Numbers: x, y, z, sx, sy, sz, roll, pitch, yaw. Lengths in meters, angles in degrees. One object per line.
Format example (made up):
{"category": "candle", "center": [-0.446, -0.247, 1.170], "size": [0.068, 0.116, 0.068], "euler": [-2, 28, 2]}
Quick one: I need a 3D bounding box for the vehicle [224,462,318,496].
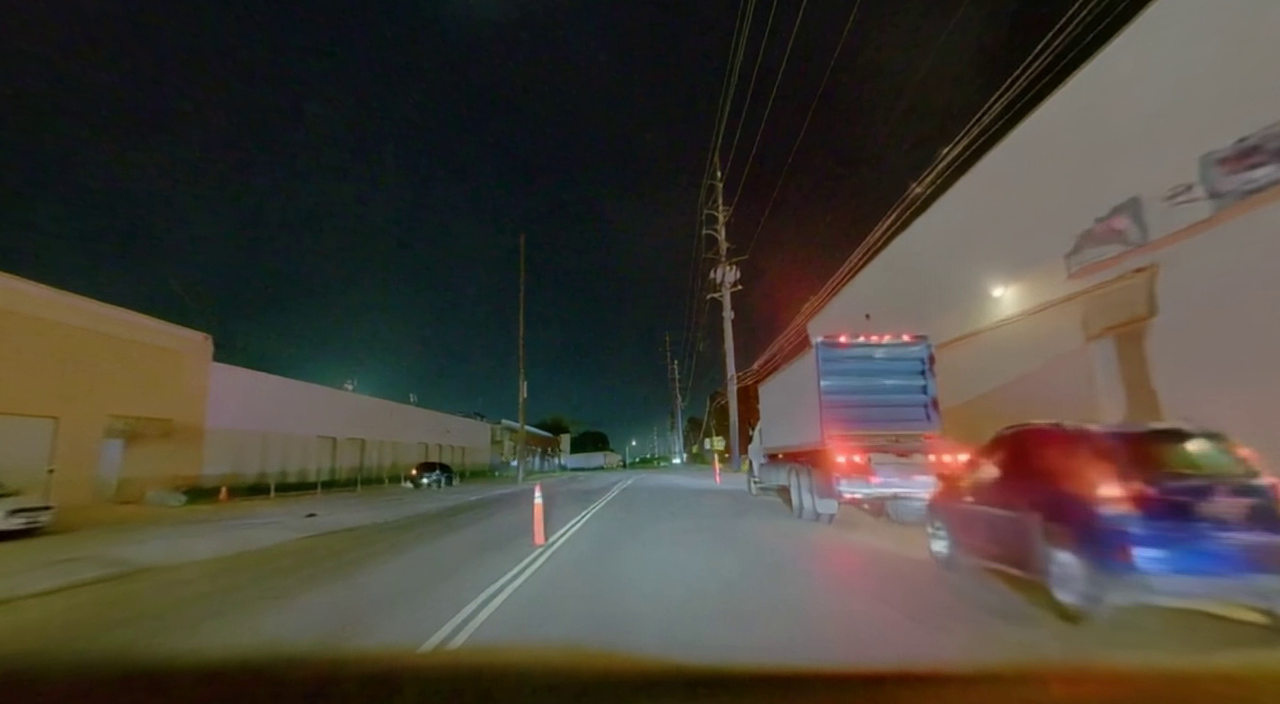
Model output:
{"category": "vehicle", "center": [-22.544, 7.749, 38.749], "size": [4.417, 1.867, 2.030], "euler": [1, -9, -5]}

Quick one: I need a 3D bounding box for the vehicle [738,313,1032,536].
{"category": "vehicle", "center": [4.153, 1.697, 13.170], "size": [3.058, 3.269, 7.674], "euler": [-1, -10, 1]}

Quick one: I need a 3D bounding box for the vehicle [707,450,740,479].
{"category": "vehicle", "center": [6.098, 8.249, 46.656], "size": [2.010, 1.985, 5.124], "euler": [-1, -9, 3]}

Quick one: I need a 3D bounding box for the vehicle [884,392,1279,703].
{"category": "vehicle", "center": [4.100, 1.394, 5.697], "size": [1.892, 1.696, 4.332], "euler": [0, -9, -3]}
